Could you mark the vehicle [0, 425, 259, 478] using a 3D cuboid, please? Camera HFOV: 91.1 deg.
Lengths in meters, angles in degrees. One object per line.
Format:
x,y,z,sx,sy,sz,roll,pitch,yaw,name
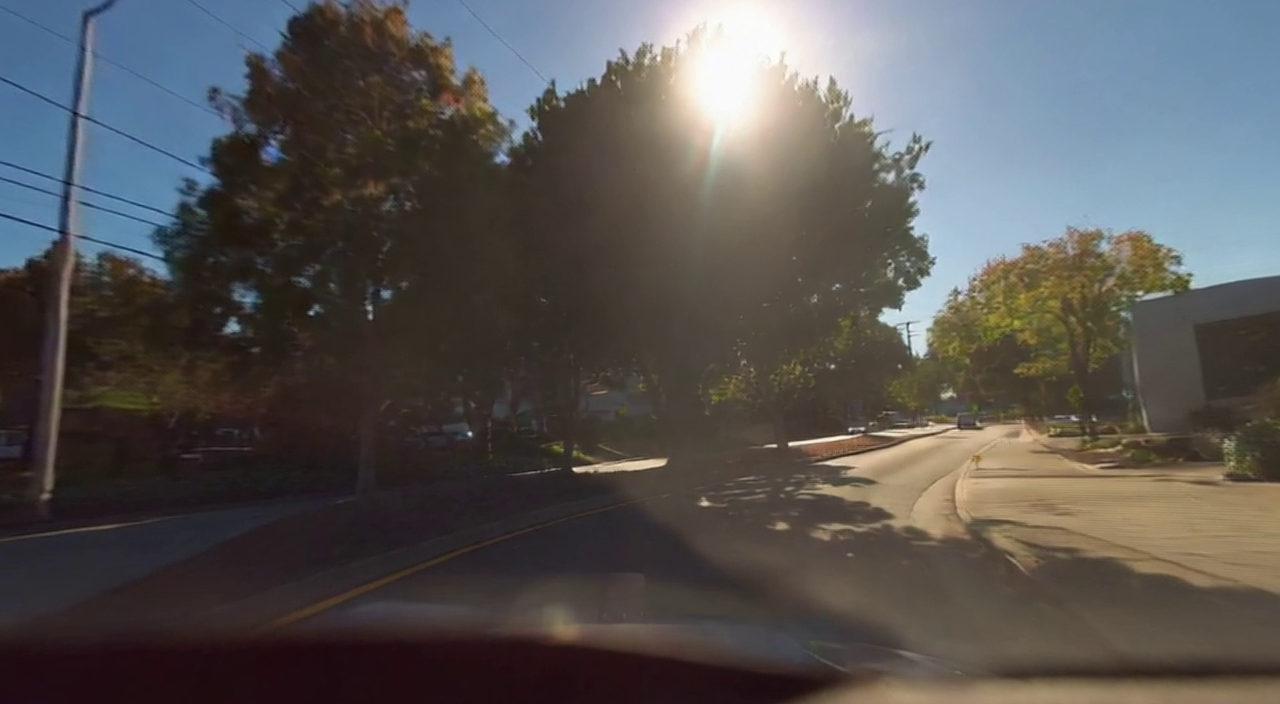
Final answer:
-27.671,5.156,33.314,2.837,2.354,12.960,-5,-9,28,vehicle
